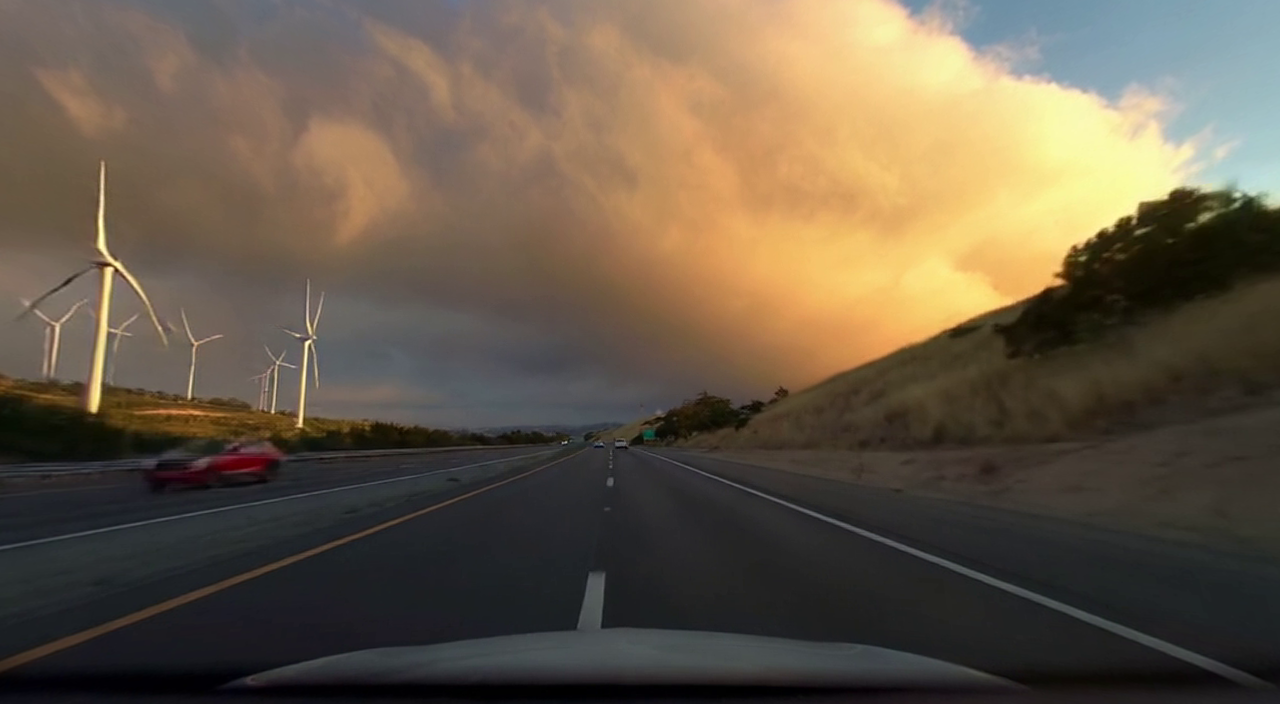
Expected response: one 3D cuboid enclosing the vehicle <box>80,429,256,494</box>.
[{"bbox_3d":[-13.529,3.133,18.446,1.933,1.639,4.239,0,-8,-2],"label":"vehicle"}]
